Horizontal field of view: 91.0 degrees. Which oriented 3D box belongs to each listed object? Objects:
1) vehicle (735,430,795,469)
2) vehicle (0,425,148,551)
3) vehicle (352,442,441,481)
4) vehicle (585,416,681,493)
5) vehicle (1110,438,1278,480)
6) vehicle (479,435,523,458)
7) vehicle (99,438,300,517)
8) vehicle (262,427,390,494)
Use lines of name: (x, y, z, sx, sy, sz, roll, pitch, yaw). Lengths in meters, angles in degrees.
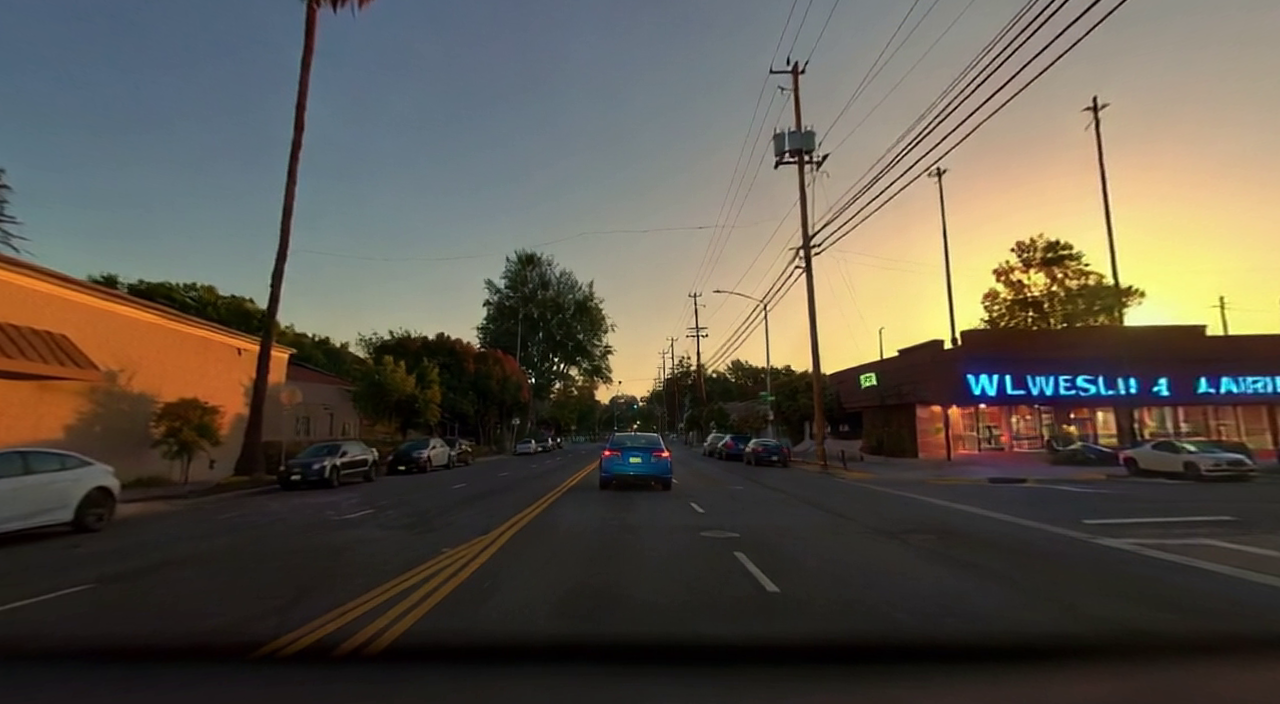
vehicle: (6.073, 4.805, 31.057, 2.005, 1.775, 4.324, 0, -8, 0)
vehicle: (-10.155, 2.007, 9.236, 1.992, 1.744, 4.896, -1, -6, -1)
vehicle: (-9.929, 4.477, 26.074, 1.909, 1.468, 4.504, 0, -8, -1)
vehicle: (-0.218, 2.770, 17.249, 2.264, 1.798, 4.563, 0, -8, -1)
vehicle: (20.795, 4.015, 23.761, 4.488, 1.470, 1.994, 0, -9, -2)
vehicle: (-10.187, 6.972, 46.475, 2.118, 1.640, 4.406, 0, -8, 1)
vehicle: (-10.066, 2.864, 14.857, 1.812, 1.578, 4.037, 0, -8, 0)
vehicle: (-10.000, 3.468, 20.458, 1.958, 1.937, 4.114, 0, -8, 1)
